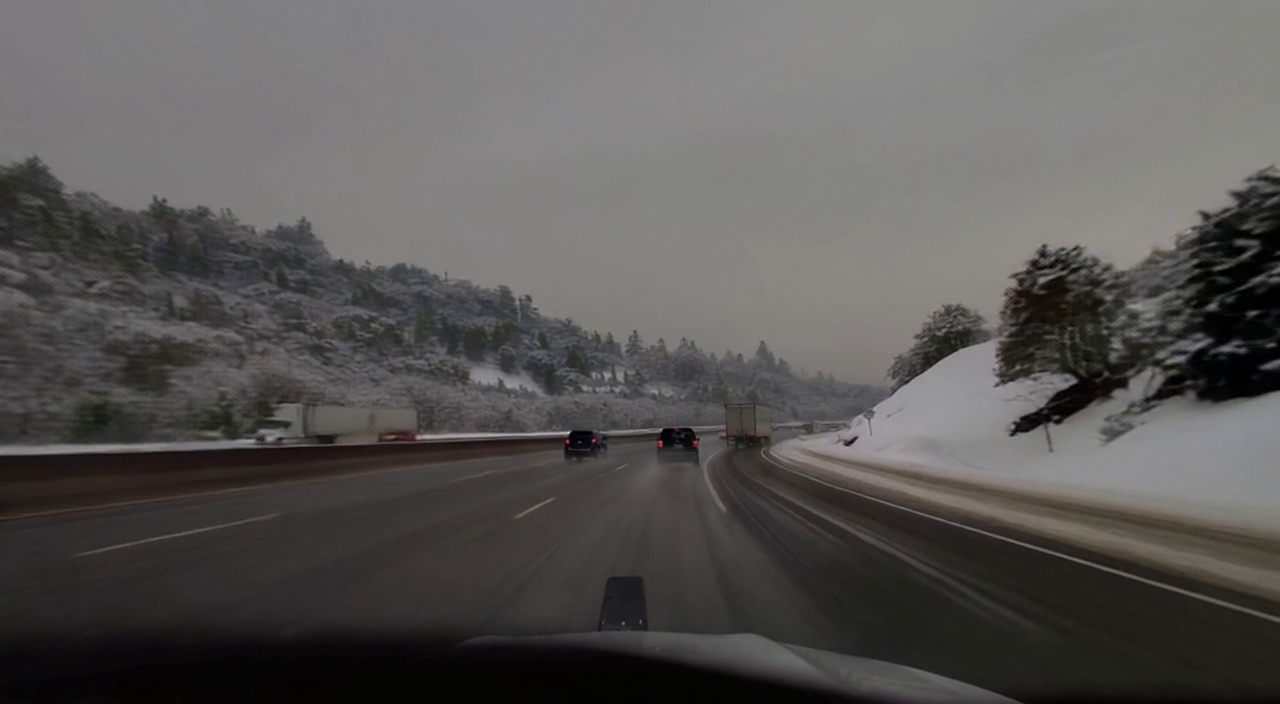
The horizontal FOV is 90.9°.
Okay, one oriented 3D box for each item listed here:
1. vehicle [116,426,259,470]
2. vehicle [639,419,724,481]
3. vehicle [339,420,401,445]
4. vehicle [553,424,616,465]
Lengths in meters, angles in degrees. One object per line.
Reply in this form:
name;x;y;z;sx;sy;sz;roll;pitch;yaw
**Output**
vehicle;-16.254;3.474;22.991;1.859;1.459;4.281;-1;-8;4
vehicle;1.368;3.209;20.937;2.484;1.820;4.497;-1;-8;4
vehicle;-21.289;6.440;49.963;2.144;1.860;4.918;-1;-8;9
vehicle;-2.456;4.252;29.091;2.077;1.712;4.406;-1;-8;6
